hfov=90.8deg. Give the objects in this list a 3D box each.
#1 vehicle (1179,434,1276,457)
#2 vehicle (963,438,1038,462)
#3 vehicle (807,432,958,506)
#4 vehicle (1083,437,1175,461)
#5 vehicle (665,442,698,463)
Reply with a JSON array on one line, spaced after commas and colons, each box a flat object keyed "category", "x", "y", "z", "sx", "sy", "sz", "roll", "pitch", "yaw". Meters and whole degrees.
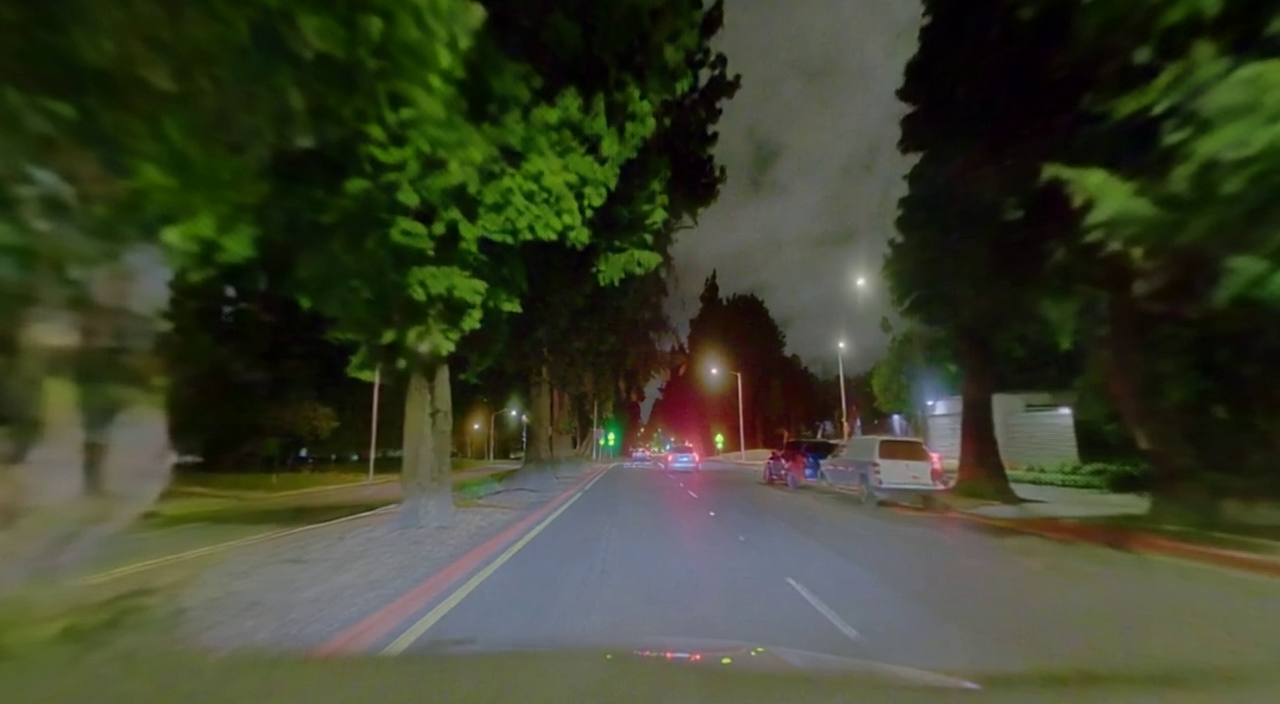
[{"category": "vehicle", "x": 39.658, "y": 6.324, "z": 42.701, "sx": 4.648, "sy": 1.456, "sz": 1.864, "roll": -1, "pitch": -9, "yaw": -1}, {"category": "vehicle", "x": 24.175, "y": 6.589, "z": 42.426, "sx": 3.898, "sy": 1.540, "sz": 1.803, "roll": 0, "pitch": -9, "yaw": 1}, {"category": "vehicle", "x": 6.431, "y": 3.152, "z": 17.565, "sx": 2.040, "sy": 1.710, "sz": 5.200, "roll": 0, "pitch": -8, "yaw": -1}, {"category": "vehicle", "x": 32.937, "y": 6.540, "z": 42.622, "sx": 4.544, "sy": 1.443, "sz": 1.914, "roll": -1, "pitch": -7, "yaw": 2}, {"category": "vehicle", "x": 3.058, "y": 7.562, "z": 47.528, "sx": 2.142, "sy": 1.501, "sz": 4.273, "roll": 0, "pitch": -8, "yaw": -1}]
